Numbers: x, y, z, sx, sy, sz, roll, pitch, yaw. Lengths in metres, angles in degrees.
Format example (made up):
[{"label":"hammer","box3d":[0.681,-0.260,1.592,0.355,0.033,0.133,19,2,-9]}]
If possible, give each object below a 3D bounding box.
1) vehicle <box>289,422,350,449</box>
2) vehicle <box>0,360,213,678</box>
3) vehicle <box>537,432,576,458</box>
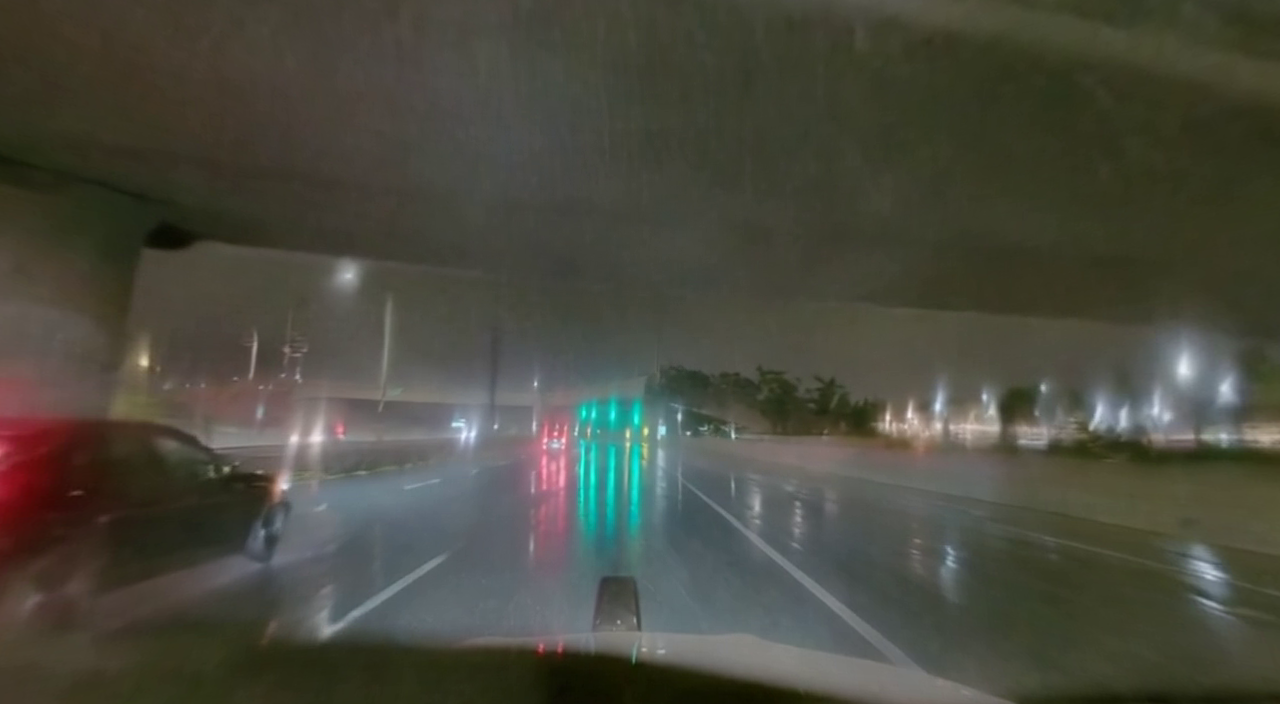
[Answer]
[{"label":"vehicle","box3d":[-23.398,6.121,46.154,2.007,1.846,5.028,0,-8,-2]},{"label":"vehicle","box3d":[-4.434,0.773,2.504,2.215,1.648,4.713,0,-8,-1]},{"label":"vehicle","box3d":[-5.625,6.320,42.842,2.123,1.601,4.887,0,-8,-2]}]
